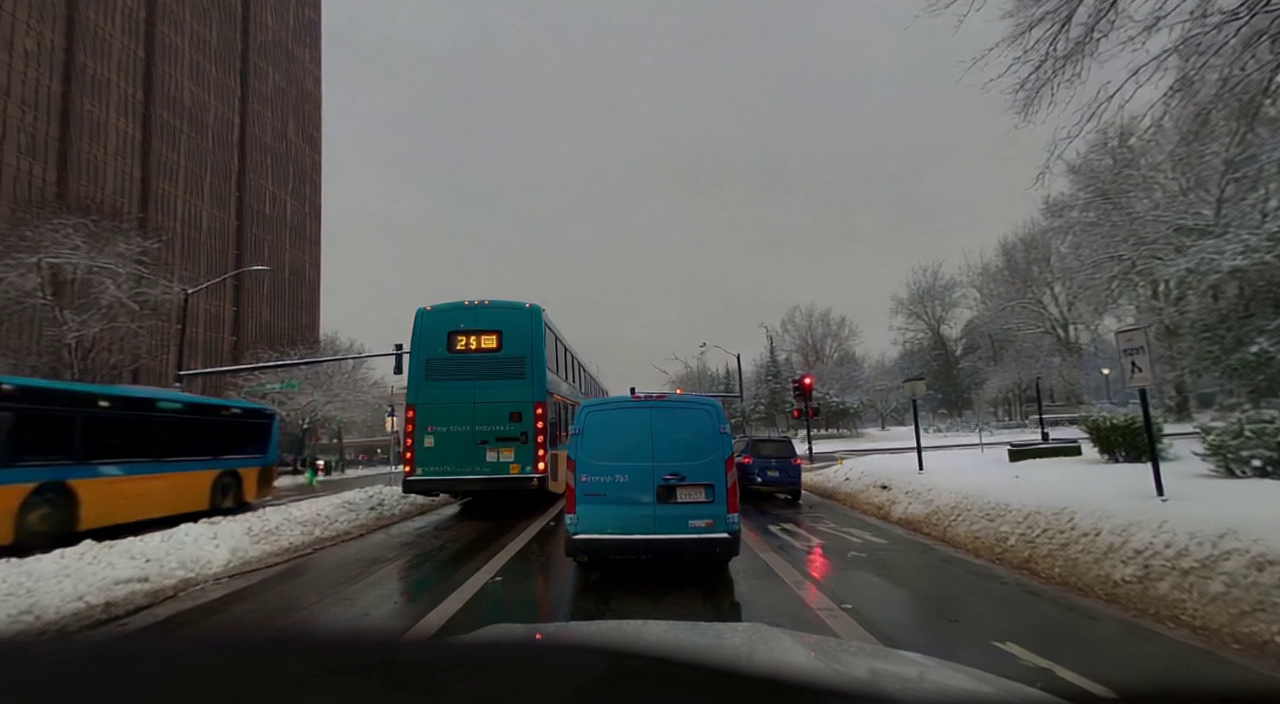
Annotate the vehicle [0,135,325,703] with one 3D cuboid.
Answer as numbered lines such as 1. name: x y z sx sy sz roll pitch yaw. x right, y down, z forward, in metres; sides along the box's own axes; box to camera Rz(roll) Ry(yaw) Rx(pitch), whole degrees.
1. vehicle: -2.740 0.319 0.183 2.329 2.089 5.659 0 -9 0

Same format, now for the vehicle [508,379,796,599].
1. vehicle: 0.136 1.521 7.736 2.500 1.912 4.270 0 -9 1

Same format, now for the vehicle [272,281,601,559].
1. vehicle: -2.898 1.813 14.627 3.042 3.445 13.615 0 -9 0
